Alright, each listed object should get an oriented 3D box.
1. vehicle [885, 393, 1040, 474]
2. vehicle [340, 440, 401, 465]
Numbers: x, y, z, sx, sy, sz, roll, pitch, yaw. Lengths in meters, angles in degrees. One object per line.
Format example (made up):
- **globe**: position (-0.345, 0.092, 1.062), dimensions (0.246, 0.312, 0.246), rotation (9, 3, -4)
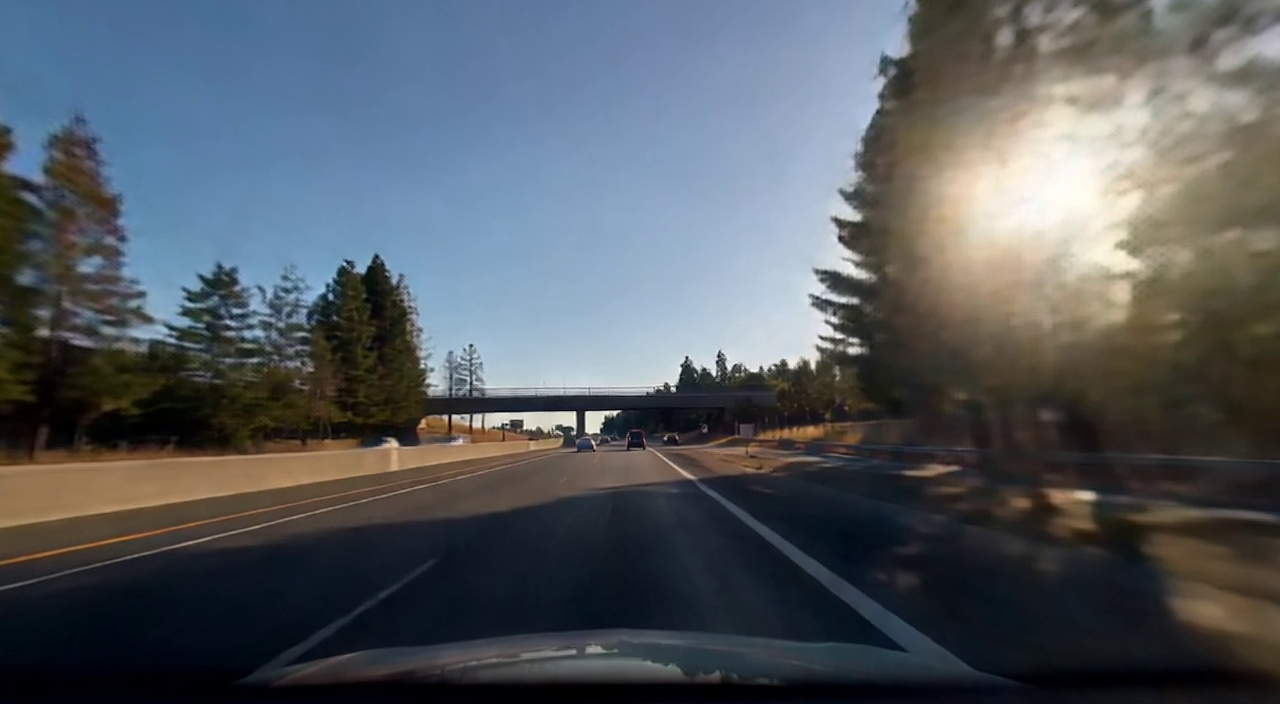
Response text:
- **vehicle**: position (9.587, 2.503, 19.301), dimensions (2.123, 2.156, 4.679), rotation (0, -7, -2)
- **vehicle**: position (-16.726, 6.237, 39.375), dimensions (1.953, 1.463, 4.370), rotation (0, -8, -1)
